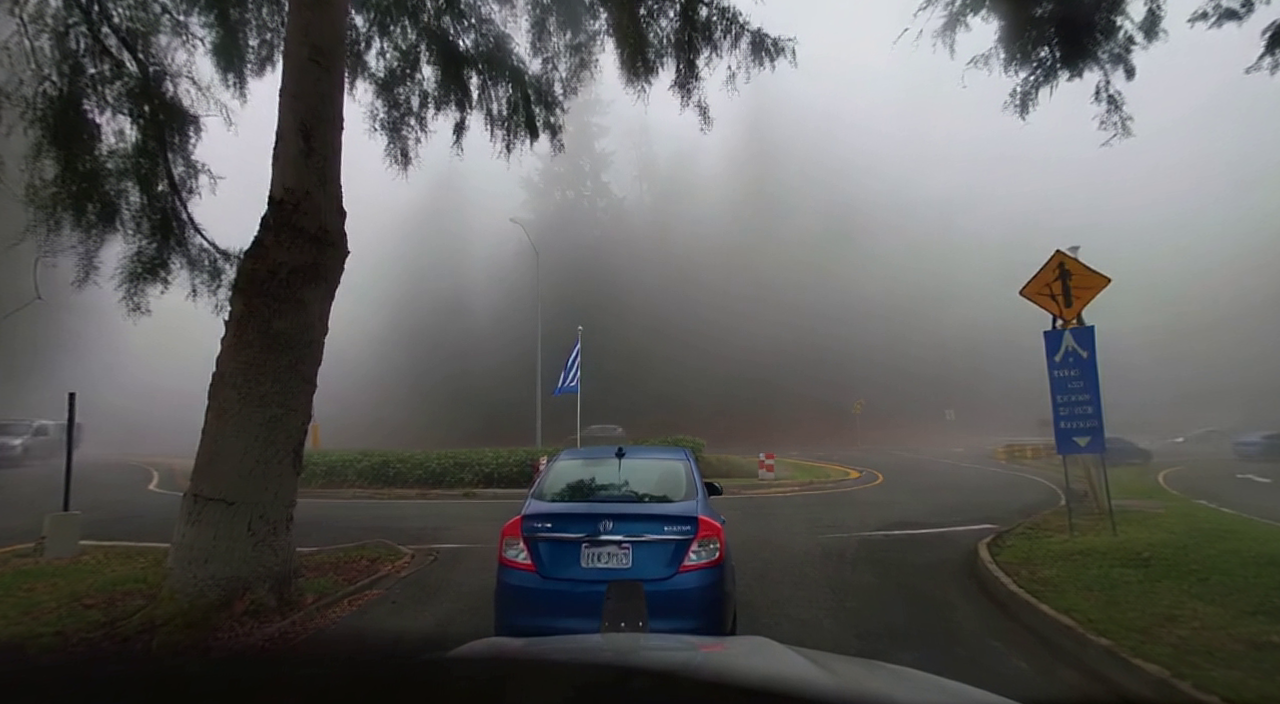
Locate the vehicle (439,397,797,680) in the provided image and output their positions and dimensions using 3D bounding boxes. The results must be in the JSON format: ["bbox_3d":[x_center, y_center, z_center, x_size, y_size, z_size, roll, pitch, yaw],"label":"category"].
[{"bbox_3d":[-0.017,1.396,5.741,2.078,1.607,4.010,-1,-9,4],"label":"vehicle"}]

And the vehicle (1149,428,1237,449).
[{"bbox_3d":[42.066,6.584,48.034,4.652,1.498,1.783,-2,-9,11],"label":"vehicle"}]

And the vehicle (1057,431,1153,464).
[{"bbox_3d":[25.058,5.154,33.949,4.485,1.691,2.132,4,-10,-25],"label":"vehicle"}]
